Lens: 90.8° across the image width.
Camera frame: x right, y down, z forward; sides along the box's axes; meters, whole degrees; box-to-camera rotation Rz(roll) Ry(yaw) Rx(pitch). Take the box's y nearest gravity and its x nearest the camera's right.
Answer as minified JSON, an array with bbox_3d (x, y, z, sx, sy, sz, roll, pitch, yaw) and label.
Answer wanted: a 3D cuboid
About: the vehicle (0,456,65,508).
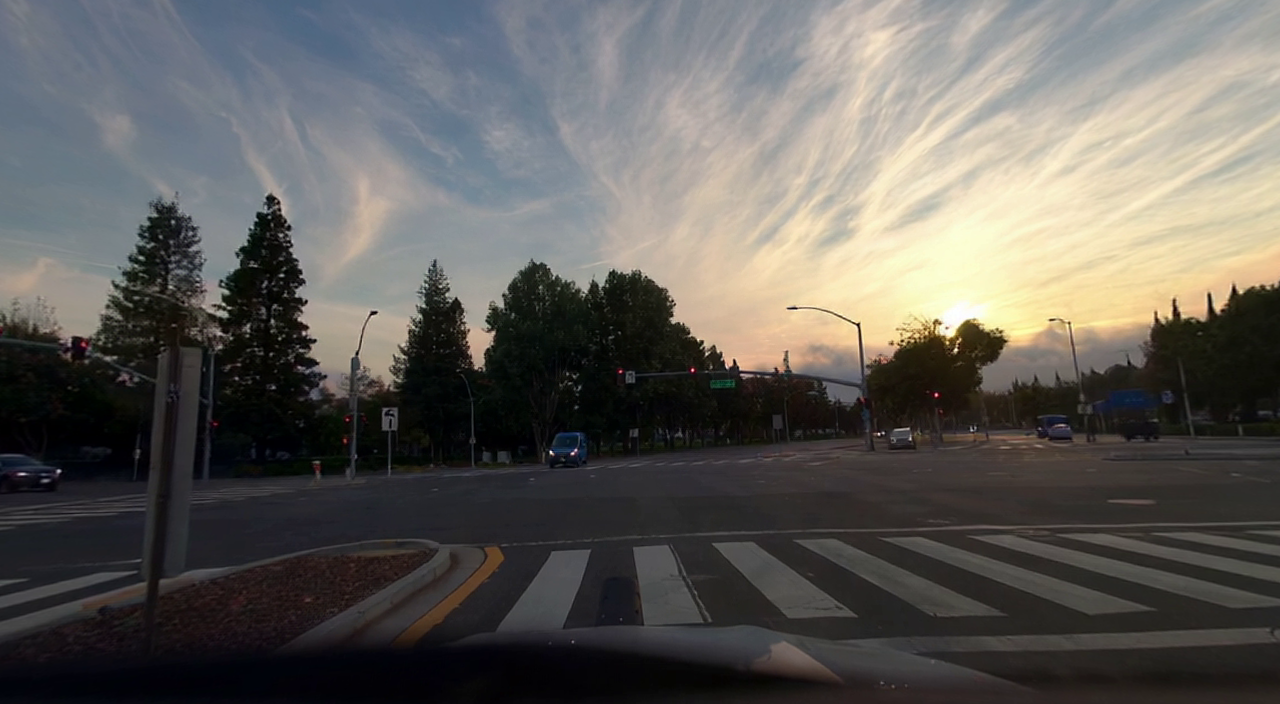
[{"bbox_3d":[-34.593,6.937,34.245,5.861,2.543,2.529,-4,-9,22],"label":"vehicle"}]

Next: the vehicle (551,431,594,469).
[{"bbox_3d":[-4.608,6.772,43.887,2.465,2.404,5.791,0,-8,-1],"label":"vehicle"}]
